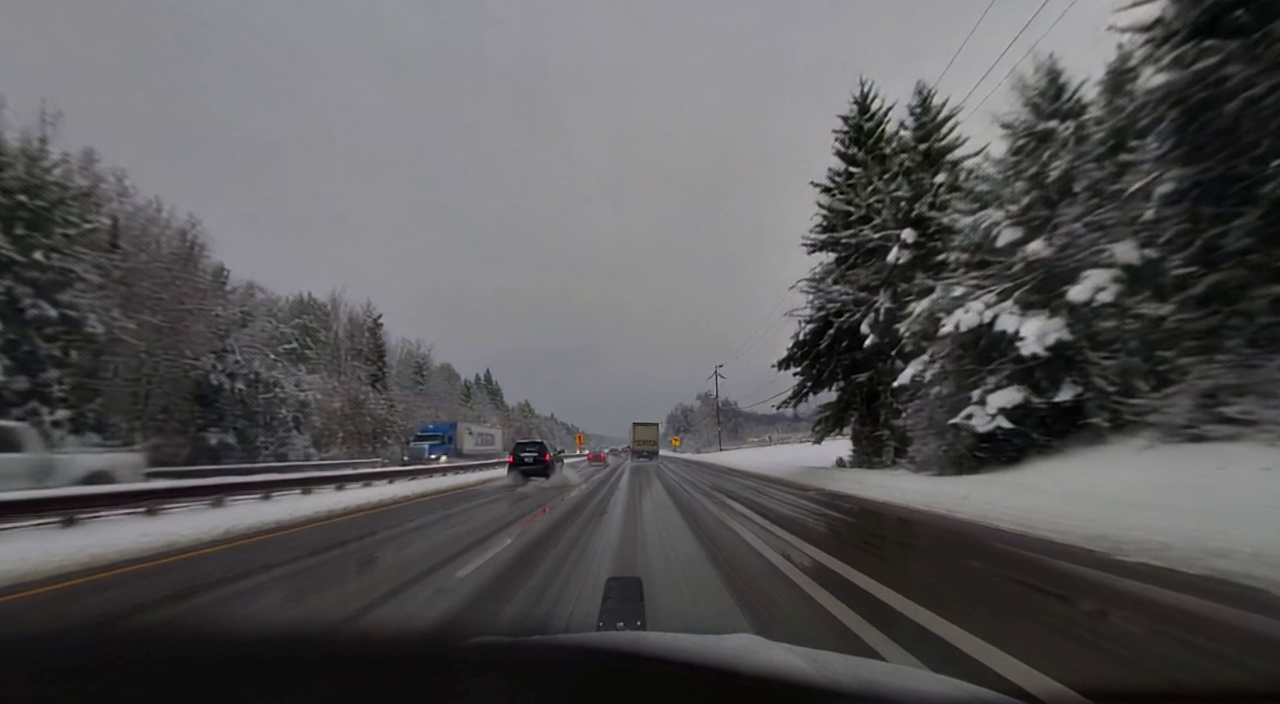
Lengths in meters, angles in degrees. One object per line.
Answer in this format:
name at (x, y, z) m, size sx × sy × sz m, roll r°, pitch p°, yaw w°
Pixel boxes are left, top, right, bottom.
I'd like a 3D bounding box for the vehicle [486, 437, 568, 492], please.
vehicle at (-3.874, 3.942, 22.404) m, size 2.111 × 1.735 × 4.066 m, roll 0°, pitch -9°, yaw 1°
